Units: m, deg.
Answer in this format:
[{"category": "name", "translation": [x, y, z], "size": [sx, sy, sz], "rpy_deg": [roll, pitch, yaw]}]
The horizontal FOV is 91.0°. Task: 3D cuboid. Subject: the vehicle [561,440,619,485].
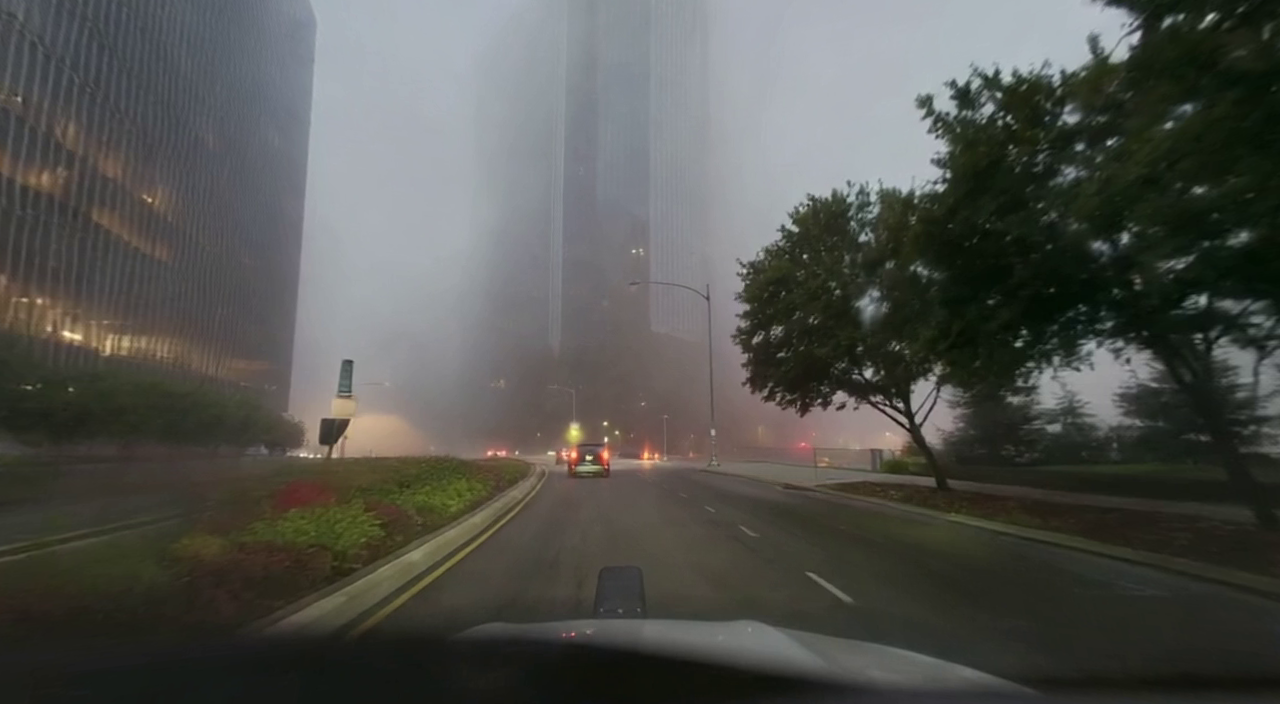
[{"category": "vehicle", "translation": [-2.096, 4.514, 25.984], "size": [2.183, 1.675, 4.319], "rpy_deg": [1, -9, -6]}]
